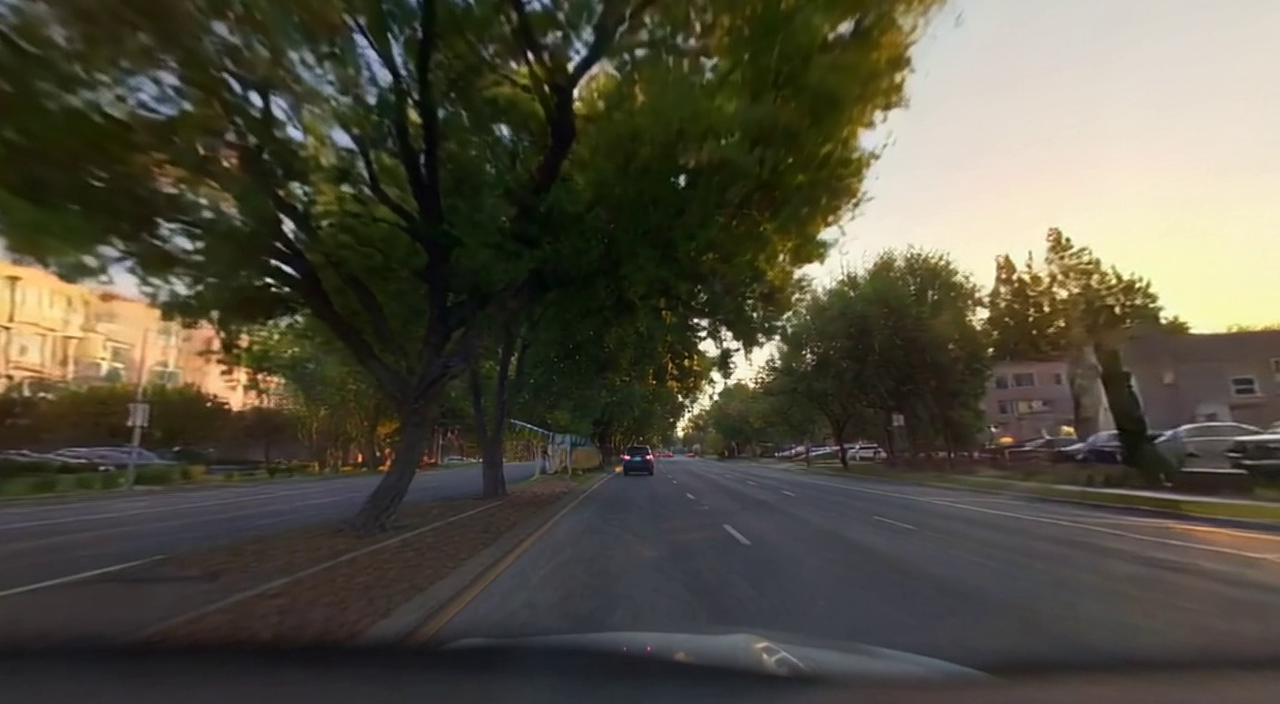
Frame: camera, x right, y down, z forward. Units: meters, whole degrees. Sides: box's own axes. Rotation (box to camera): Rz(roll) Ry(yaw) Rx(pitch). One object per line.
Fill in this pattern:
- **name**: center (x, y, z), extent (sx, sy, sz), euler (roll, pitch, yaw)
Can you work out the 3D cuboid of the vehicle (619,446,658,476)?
- **vehicle**: center (-0.039, 6.171, 36.100), extent (2.093, 1.591, 4.247), euler (0, -9, 1)
